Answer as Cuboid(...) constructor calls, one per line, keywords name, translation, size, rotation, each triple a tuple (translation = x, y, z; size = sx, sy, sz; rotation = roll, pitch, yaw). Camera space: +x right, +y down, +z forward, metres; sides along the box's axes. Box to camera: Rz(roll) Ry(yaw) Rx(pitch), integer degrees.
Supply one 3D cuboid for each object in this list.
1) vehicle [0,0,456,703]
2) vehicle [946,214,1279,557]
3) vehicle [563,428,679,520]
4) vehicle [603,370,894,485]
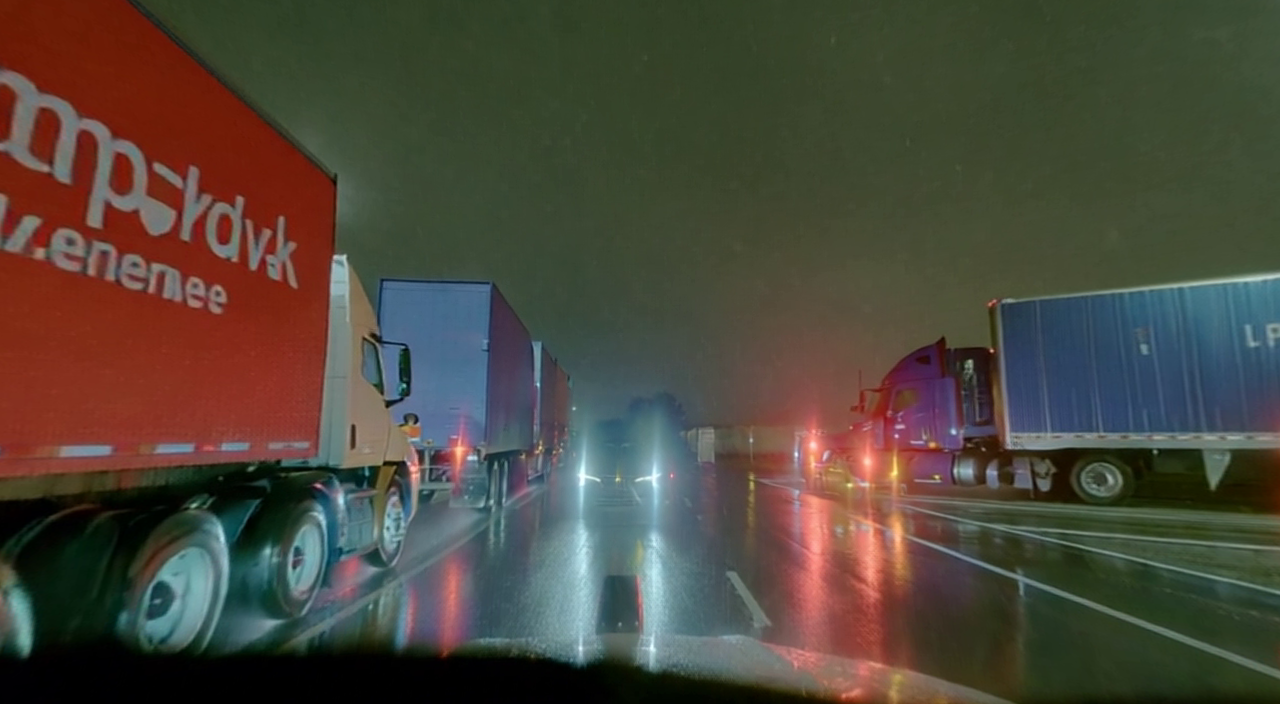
Cuboid(name="vehicle", translation=(-3.986, 0.362, 4.048), size=(2.986, 3.391, 9.523), rotation=(0, -9, -2))
Cuboid(name="vehicle", translation=(11.148, 0.181, 6.686), size=(13.564, 4.152, 3.110), rotation=(-9, -12, 42))
Cuboid(name="vehicle", translation=(-0.369, 2.566, 13.628), size=(2.140, 1.682, 3.971), rotation=(0, -9, 0))
Cuboid(name="vehicle", translation=(3.924, 3.565, 28.968), size=(2.877, 4.124, 14.516), rotation=(3, -8, -41))
